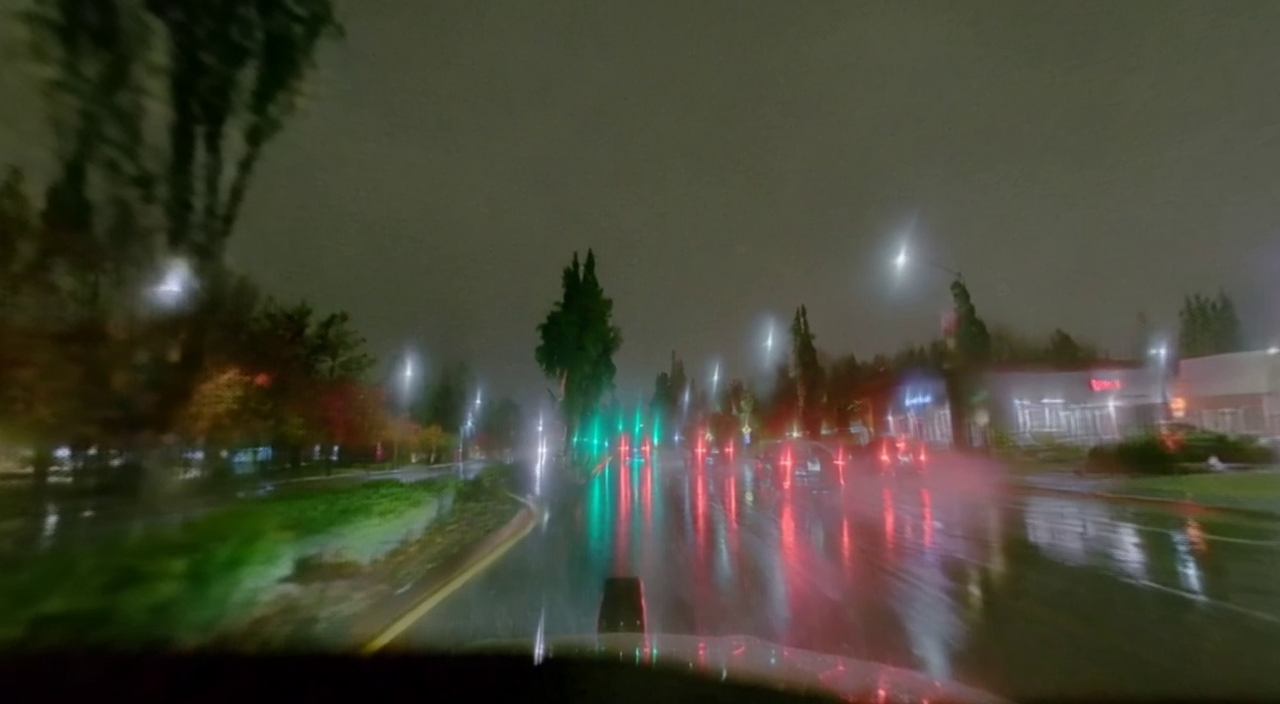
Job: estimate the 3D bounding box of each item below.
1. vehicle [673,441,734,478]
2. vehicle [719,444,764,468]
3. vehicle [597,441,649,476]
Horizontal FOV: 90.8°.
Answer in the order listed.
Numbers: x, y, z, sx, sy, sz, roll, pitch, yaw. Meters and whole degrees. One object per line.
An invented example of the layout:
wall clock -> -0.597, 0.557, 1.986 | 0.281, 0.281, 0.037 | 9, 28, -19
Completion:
vehicle -> 2.699, 4.706, 27.962 | 2.057, 1.491, 4.675 | 0, -8, -2
vehicle -> 6.434, 6.609, 40.338 | 2.068, 1.393, 3.874 | 0, -8, -2
vehicle -> -0.763, 4.891, 29.237 | 2.242, 1.474, 4.127 | 0, -8, -1
